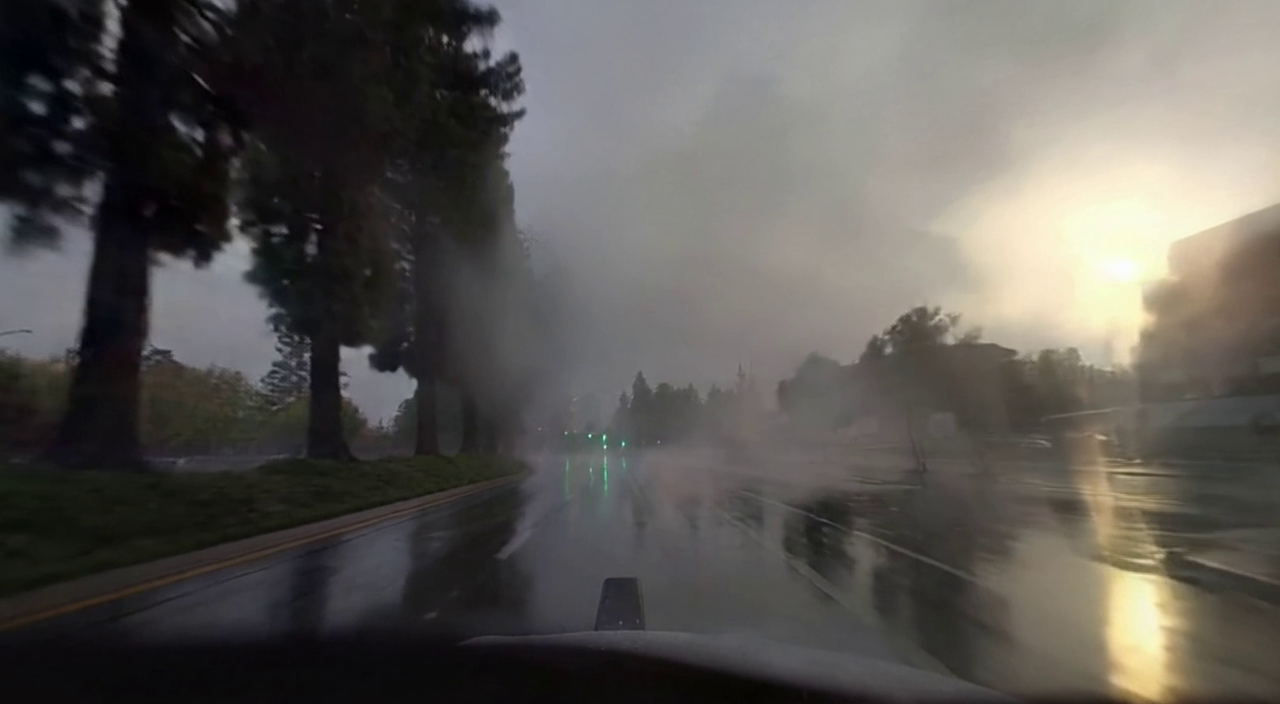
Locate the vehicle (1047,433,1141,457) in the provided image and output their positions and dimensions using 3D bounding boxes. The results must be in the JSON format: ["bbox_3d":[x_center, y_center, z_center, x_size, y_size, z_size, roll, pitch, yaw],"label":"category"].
[{"bbox_3d":[31.029,6.336,43.258,5.062,1.557,1.988,1,-8,-6],"label":"vehicle"}]
